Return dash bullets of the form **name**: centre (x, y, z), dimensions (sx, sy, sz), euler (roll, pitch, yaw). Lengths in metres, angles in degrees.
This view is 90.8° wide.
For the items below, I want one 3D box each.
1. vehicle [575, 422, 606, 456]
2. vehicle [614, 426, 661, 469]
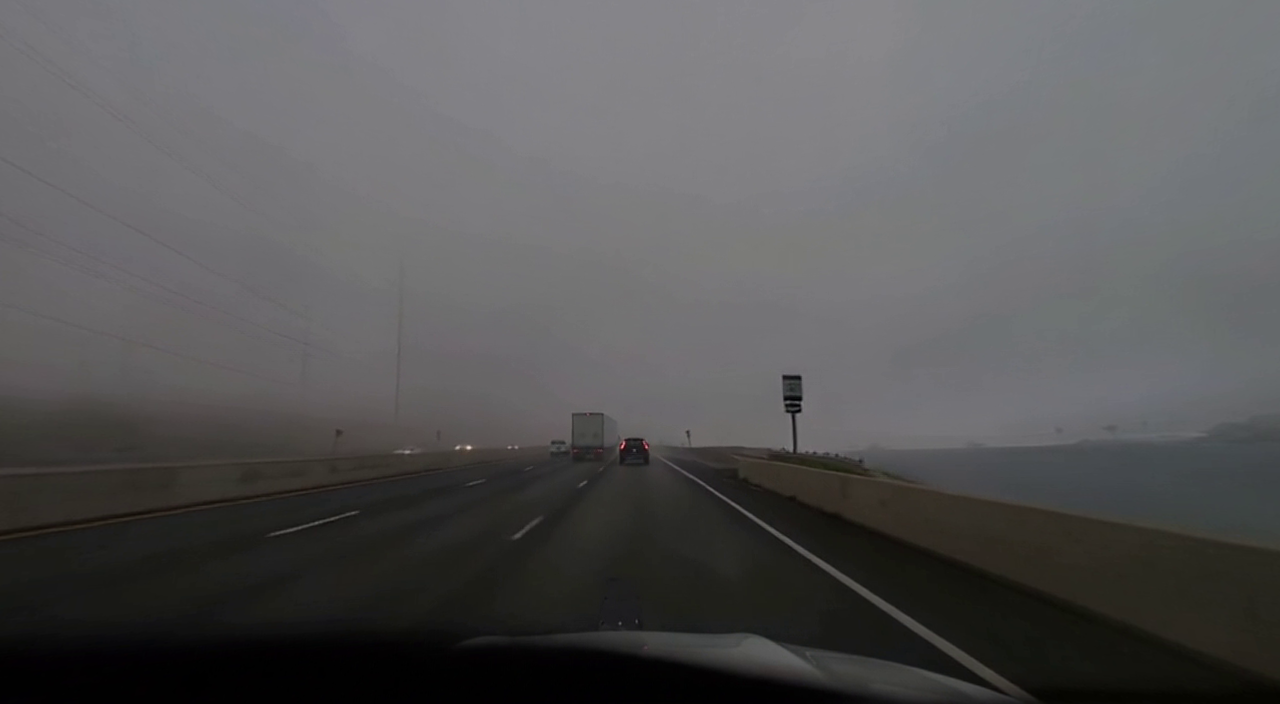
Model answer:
- **vehicle**: centre (-3.741, 6.682, 48.236), dimensions (2.178, 2.522, 2.054), euler (0, -8, 1)
- **vehicle**: centre (-0.116, 5.136, 33.953), dimensions (2.358, 2.144, 4.713), euler (0, -8, 0)
